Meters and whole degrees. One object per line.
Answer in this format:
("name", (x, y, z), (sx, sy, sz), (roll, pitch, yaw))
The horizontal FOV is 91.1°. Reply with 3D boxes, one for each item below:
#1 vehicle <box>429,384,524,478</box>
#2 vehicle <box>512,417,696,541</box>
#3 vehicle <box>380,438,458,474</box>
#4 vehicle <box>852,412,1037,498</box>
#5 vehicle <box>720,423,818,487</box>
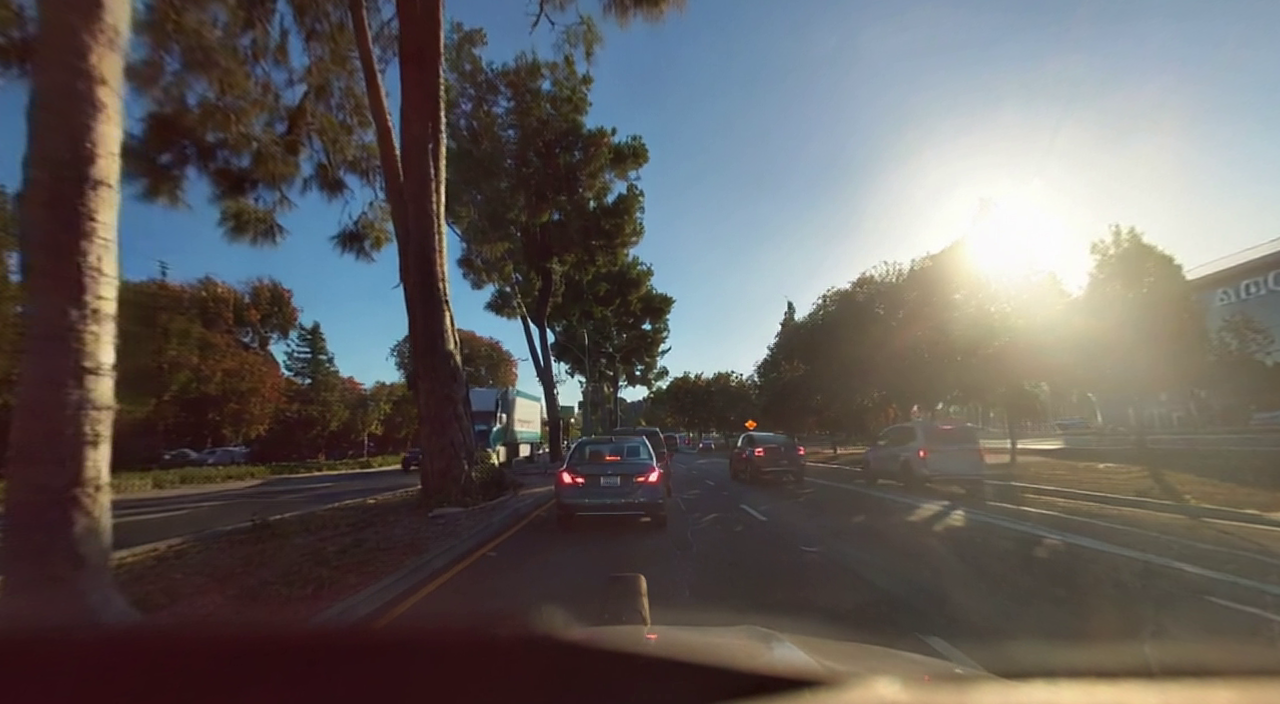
("vehicle", (-8.129, 4.098, 32.203), (3.043, 4.303, 6.343), (0, -8, 1))
("vehicle", (-0.455, 1.909, 10.049), (2.315, 1.563, 4.080), (0, -8, 0))
("vehicle", (-13.602, 6.444, 39.209), (2.394, 2.012, 6.232), (0, -8, 2))
("vehicle", (7.754, 2.700, 16.806), (2.425, 1.936, 5.081), (0, -8, 1))
("vehicle", (3.876, 3.194, 19.760), (2.090, 1.763, 4.560), (0, -8, 0))
